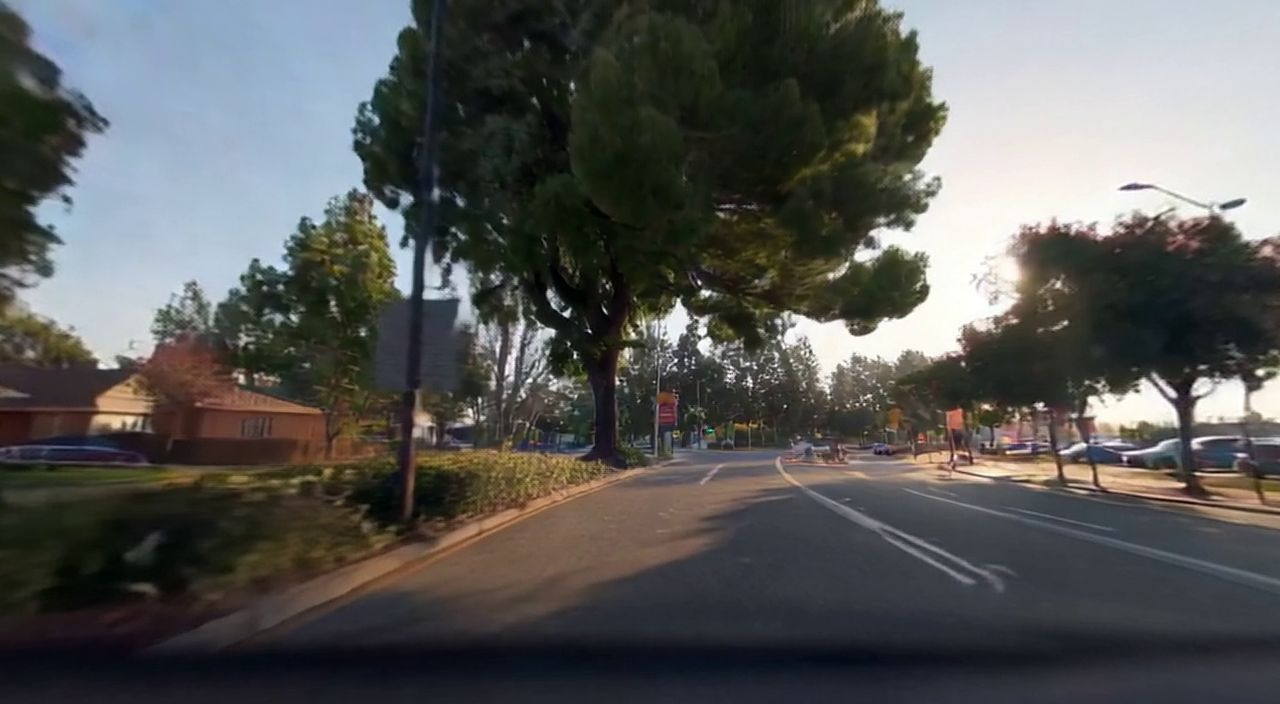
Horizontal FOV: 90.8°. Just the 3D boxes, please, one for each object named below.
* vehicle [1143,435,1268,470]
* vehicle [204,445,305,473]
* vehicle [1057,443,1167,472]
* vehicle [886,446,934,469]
[{"bbox_3d":[30.681,5.454,34.486,2.045,1.714,4.611,2,-9,-15],"label":"vehicle"},{"bbox_3d":[-20.818,5.743,34.150,4.520,1.439,1.919,-2,-9,13],"label":"vehicle"},{"bbox_3d":[25.391,5.664,34.203,1.843,1.455,4.558,2,-9,-12],"label":"vehicle"},{"bbox_3d":[18.779,7.319,44.148,2.099,1.464,4.615,-2,-8,11],"label":"vehicle"}]
